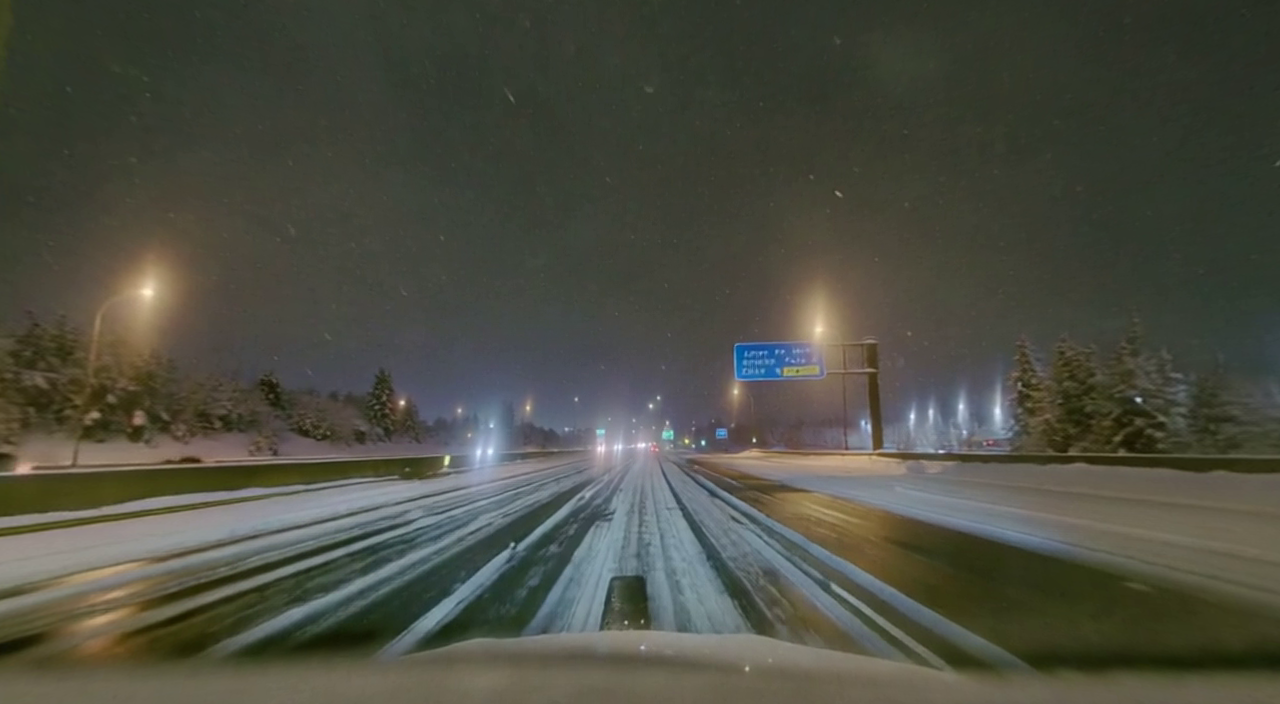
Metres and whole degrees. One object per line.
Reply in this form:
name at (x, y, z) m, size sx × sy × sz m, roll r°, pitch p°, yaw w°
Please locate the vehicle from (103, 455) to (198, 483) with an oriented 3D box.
vehicle at (-28.717, 6.846, 37.206) m, size 1.852 × 1.463 × 4.598 m, roll 0°, pitch -9°, yaw 1°
